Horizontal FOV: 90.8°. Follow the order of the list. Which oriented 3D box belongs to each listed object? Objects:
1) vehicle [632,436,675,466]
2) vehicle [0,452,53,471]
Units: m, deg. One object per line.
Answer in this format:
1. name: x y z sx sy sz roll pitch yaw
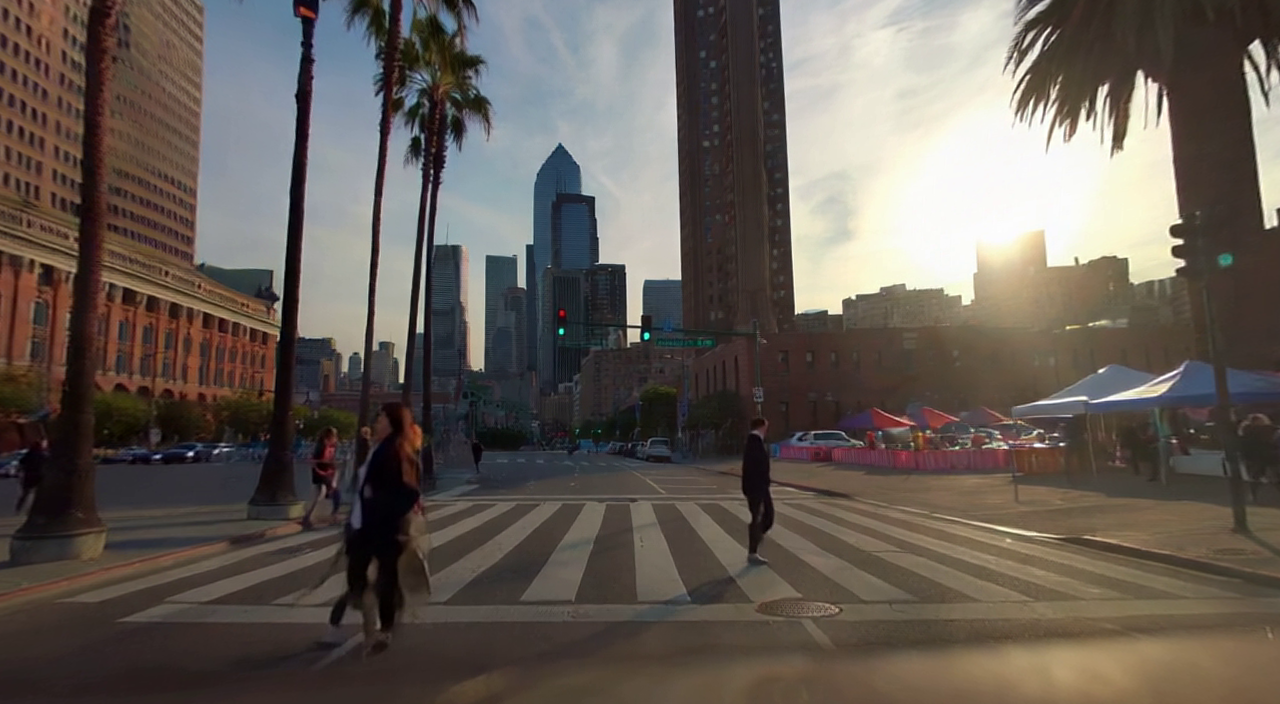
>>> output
1. vehicle: 0.900 7.292 46.601 2.322 2.071 5.366 1 -9 -9
2. vehicle: -46.292 7.956 46.009 2.121 1.294 5.167 0 -8 1
